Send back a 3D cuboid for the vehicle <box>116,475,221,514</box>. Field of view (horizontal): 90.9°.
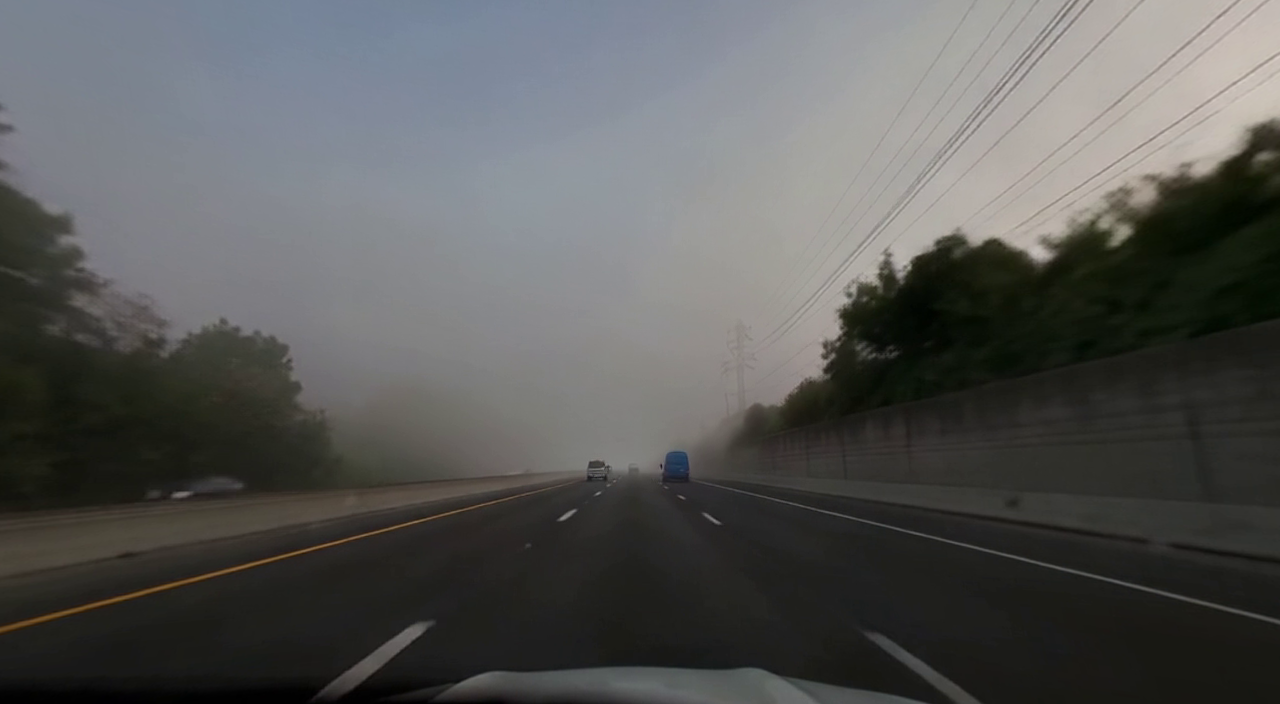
[{"bbox_3d":[-21.296,6.434,28.643,1.802,1.569,3.731,1,-11,0],"label":"vehicle"}]
